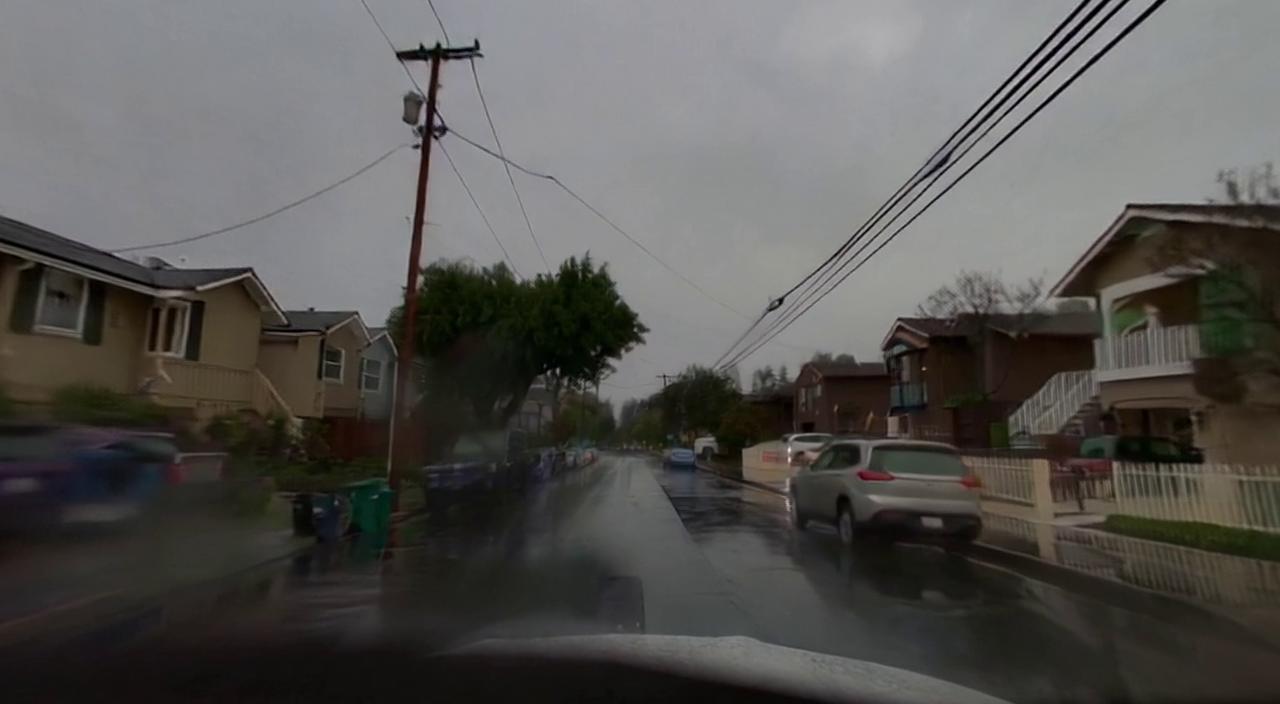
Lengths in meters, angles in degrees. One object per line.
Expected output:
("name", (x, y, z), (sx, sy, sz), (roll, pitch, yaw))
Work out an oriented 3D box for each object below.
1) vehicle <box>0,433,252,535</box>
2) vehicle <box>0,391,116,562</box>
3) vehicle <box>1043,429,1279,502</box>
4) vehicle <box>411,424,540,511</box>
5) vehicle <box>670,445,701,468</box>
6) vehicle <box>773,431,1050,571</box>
("vehicle", (-9.197, 2.076, 10.243), (4.462, 1.460, 2.014), (0, -9, 1))
("vehicle", (-9.102, 1.387, 7.118), (4.469, 1.816, 2.022), (0, -9, -1))
("vehicle", (12.874, 2.762, 15.605), (4.377, 1.650, 2.107), (0, -9, -2))
("vehicle", (-4.047, 2.937, 16.562), (2.057, 1.887, 5.053), (0, -9, -1))
("vehicle", (3.227, 7.497, 45.446), (1.916, 1.587, 3.986), (0, -9, 1))
("vehicle", (3.523, 2.001, 9.342), (2.019, 1.536, 4.405), (0, -9, -2))
